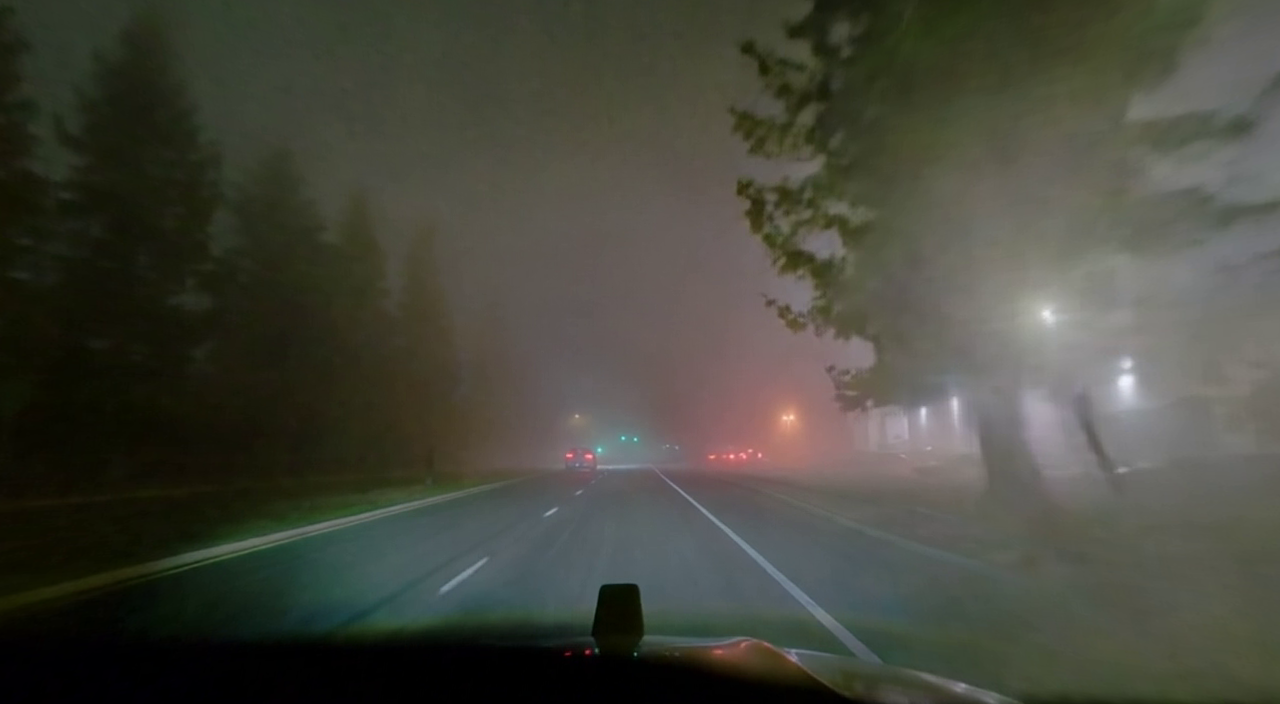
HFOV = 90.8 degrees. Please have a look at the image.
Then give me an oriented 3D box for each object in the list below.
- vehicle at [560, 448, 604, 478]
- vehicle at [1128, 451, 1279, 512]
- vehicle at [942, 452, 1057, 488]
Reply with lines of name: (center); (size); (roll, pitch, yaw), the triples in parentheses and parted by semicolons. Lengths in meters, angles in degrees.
vehicle: (-3.203, 6.202, 35.562); (2.030, 1.550, 3.925); (0, -9, 1)
vehicle: (16.906, 3.663, 18.195); (4.182, 1.561, 2.000); (1, -9, -8)
vehicle: (16.270, 5.316, 28.680); (4.226, 1.499, 1.943); (2, -9, -12)
